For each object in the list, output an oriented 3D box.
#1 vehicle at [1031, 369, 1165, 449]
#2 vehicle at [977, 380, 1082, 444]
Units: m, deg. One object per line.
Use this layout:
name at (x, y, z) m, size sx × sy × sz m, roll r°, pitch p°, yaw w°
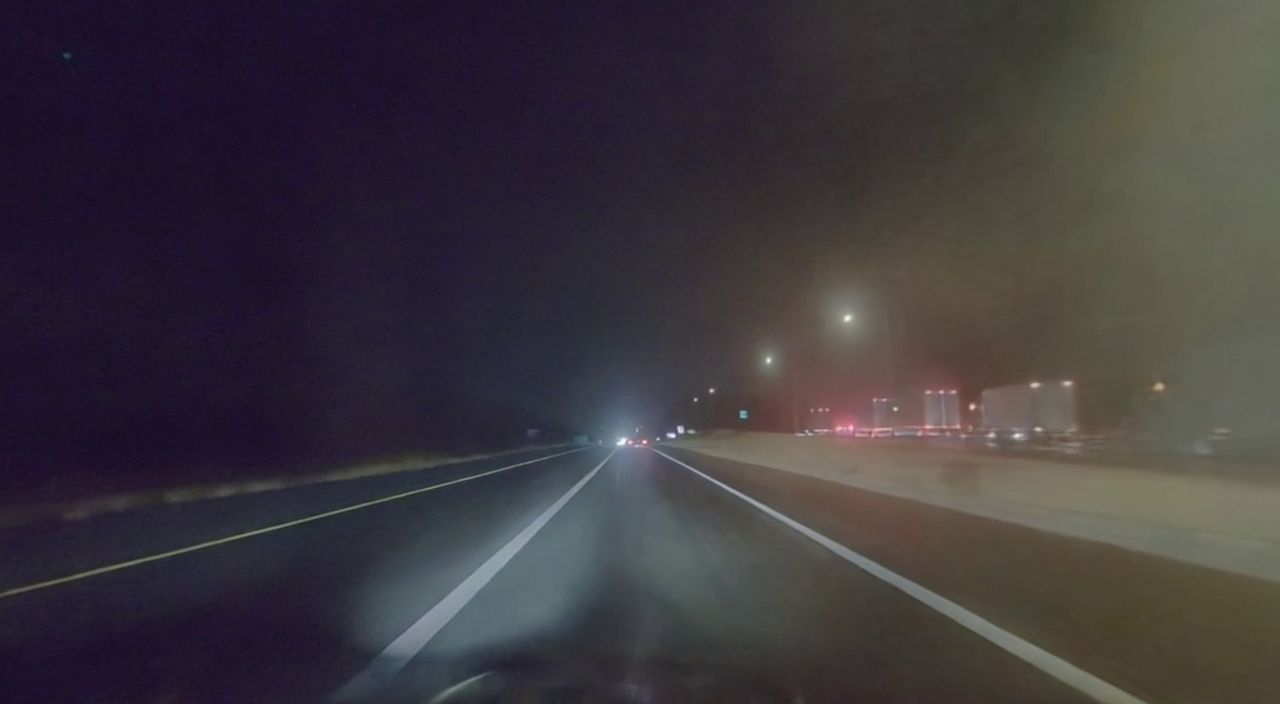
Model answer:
vehicle at (25.490, 3.402, 35.766) m, size 2.878 × 3.949 × 8.348 m, roll -2°, pitch -8°, yaw 13°
vehicle at (27.821, 4.550, 45.791) m, size 3.106 × 4.073 × 10.350 m, roll -1°, pitch -8°, yaw 13°
